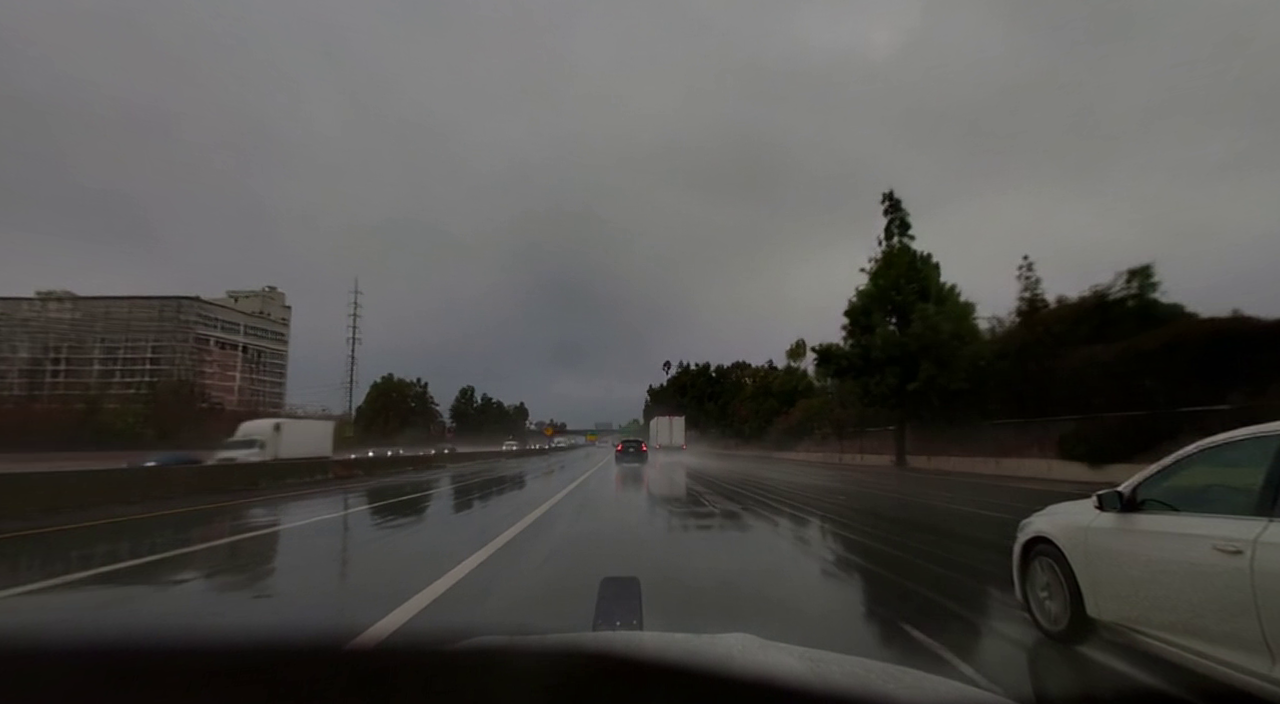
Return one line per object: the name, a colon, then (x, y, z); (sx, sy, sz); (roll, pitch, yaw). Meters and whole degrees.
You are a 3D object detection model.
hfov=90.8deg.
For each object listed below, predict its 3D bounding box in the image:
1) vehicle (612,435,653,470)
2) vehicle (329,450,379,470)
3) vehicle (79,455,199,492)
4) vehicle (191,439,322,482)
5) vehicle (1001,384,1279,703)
vehicle: (-0.467, 5.907, 37.370); (2.297, 1.912, 4.355); (0, -8, -1)
vehicle: (-22.367, 8.442, 49.587); (1.865, 1.461, 4.393); (0, -8, 0)
vehicle: (-22.226, 5.390, 28.277); (1.810, 1.425, 4.316); (0, -8, 0)
vehicle: (-18.147, 5.144, 30.402); (2.356, 1.839, 6.133); (0, -8, 2)
vehicle: (3.646, 0.899, 2.375); (1.950, 1.596, 4.326); (0, -8, -1)
